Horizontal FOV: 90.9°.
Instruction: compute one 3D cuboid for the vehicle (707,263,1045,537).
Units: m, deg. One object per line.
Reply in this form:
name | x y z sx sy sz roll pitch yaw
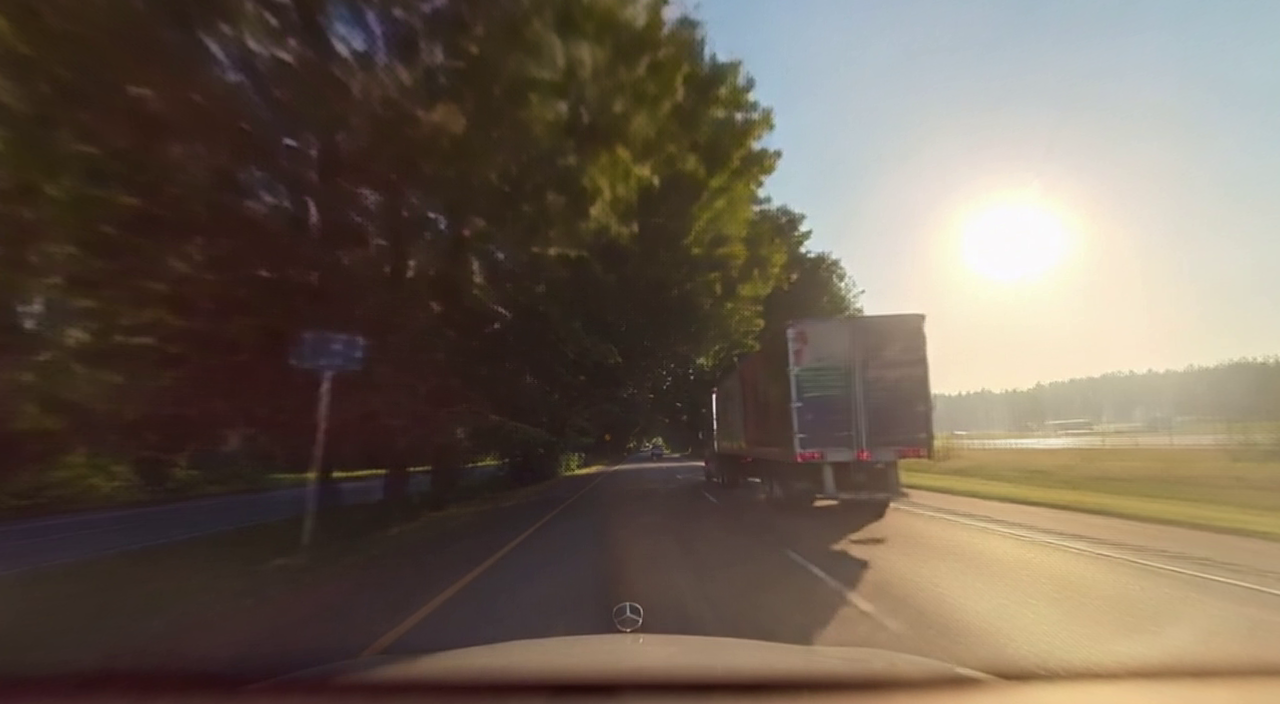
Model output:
vehicle | 4.223 1.745 16.563 3.231 4.102 14.393 0 -9 0
